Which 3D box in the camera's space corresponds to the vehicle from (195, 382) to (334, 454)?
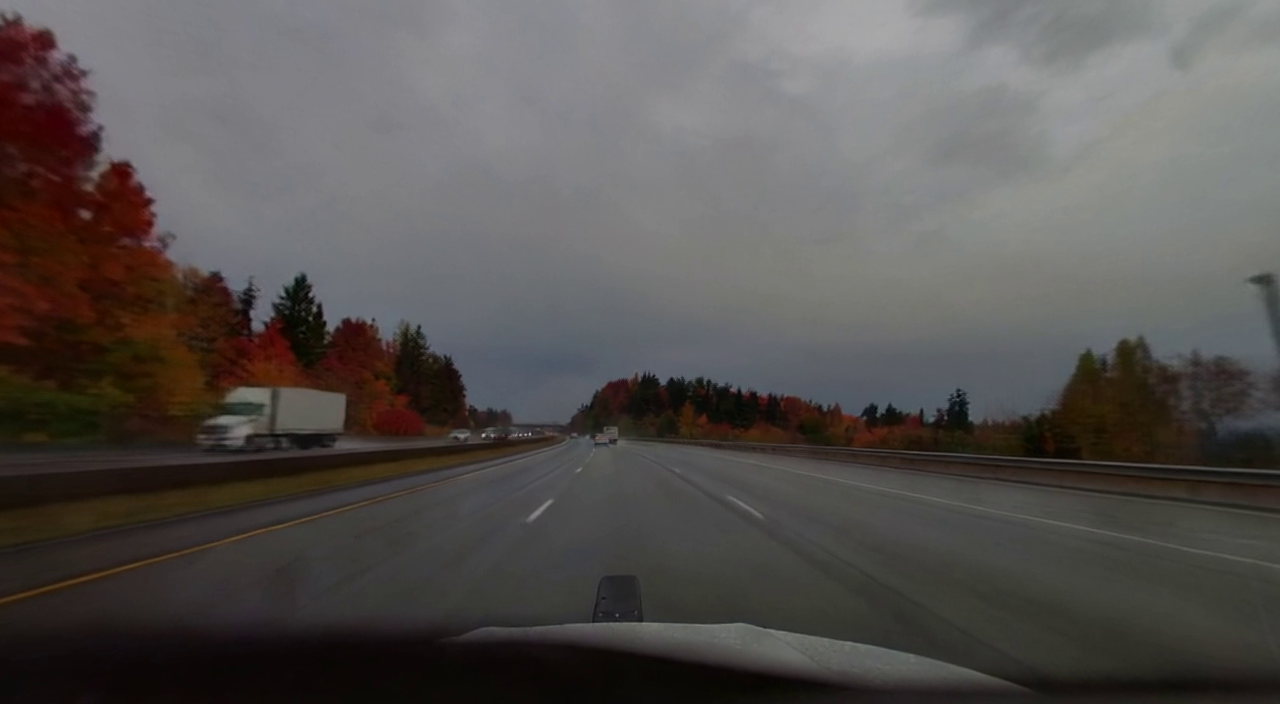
[{"bbox_3d":[-22.471,4.191,38.513,3.025,3.847,9.441,0,-8,-3],"label":"vehicle"}]
